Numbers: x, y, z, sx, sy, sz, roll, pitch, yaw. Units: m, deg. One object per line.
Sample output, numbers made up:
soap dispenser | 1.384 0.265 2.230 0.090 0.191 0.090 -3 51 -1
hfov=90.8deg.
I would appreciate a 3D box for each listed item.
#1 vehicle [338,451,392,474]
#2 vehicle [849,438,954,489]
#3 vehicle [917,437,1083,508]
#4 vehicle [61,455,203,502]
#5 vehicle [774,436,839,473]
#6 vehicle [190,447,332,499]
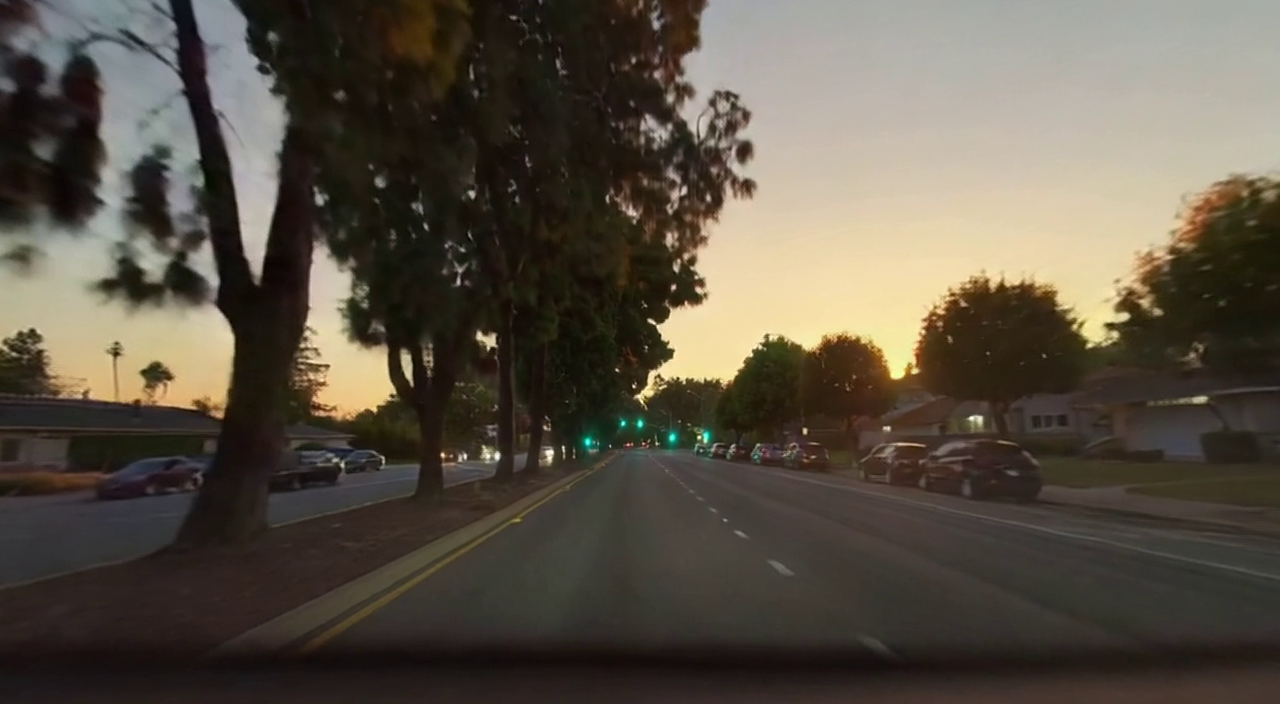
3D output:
vehicle | -18.598 7.493 42.939 1.732 1.460 3.932 -1 -9 3
vehicle | 9.624 4.118 23.655 1.949 1.698 4.351 0 -8 -1
vehicle | 9.724 3.262 17.603 1.885 1.685 4.430 0 -8 -2
vehicle | -18.322 4.537 23.078 1.702 1.452 4.161 -1 -8 0
vehicle | 9.664 6.011 37.304 2.209 1.982 5.787 -1 -8 0
vehicle | -12.206 3.867 20.755 1.874 1.475 4.453 -1 -8 0
